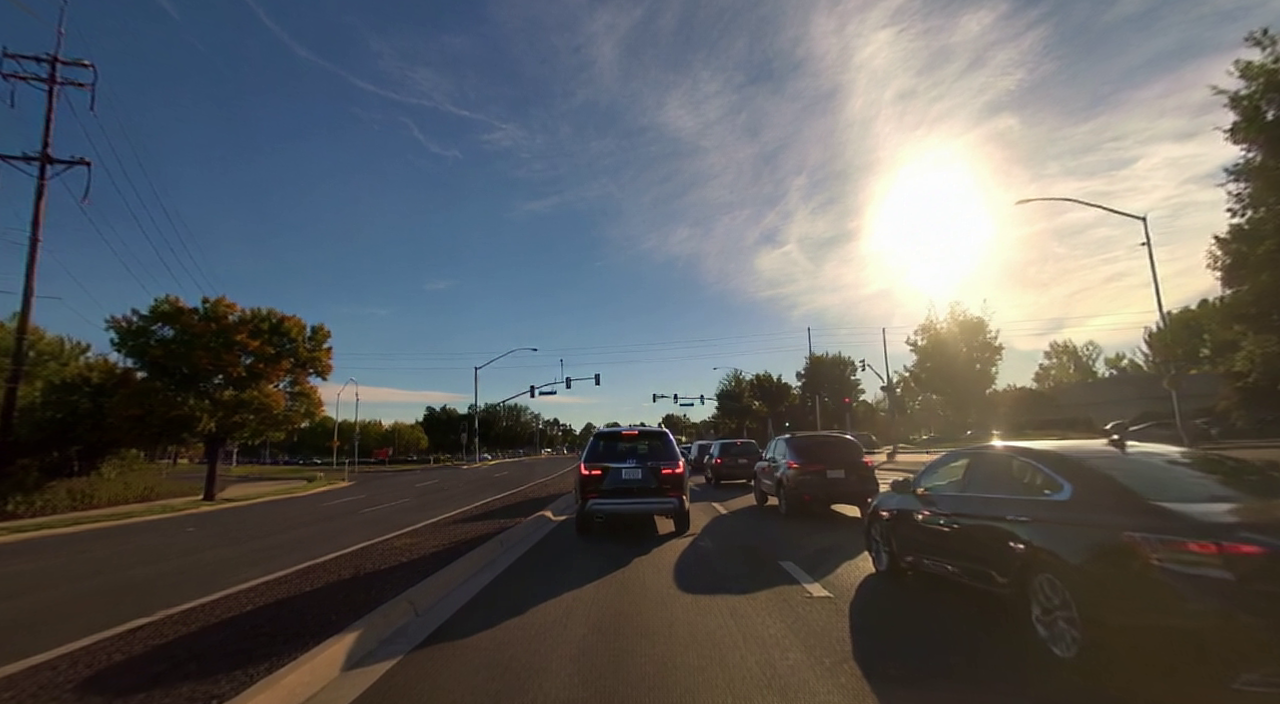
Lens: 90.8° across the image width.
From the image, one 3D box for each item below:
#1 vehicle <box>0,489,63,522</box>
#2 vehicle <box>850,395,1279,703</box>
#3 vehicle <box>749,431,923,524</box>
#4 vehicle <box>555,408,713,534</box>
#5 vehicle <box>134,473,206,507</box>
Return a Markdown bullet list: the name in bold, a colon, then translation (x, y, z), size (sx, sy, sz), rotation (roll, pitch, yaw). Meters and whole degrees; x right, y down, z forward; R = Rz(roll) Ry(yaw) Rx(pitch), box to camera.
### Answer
- **vehicle**: translation (-33.301, 8.114, 33.367), size (3.637, 1.483, 2.007), rotation (-1, -9, 0)
- **vehicle**: translation (3.309, 1.230, 4.623), size (1.984, 1.462, 4.513), rotation (0, -9, 0)
- **vehicle**: translation (3.530, 2.352, 12.408), size (1.952, 1.477, 4.417), rotation (0, -9, -1)
- **vehicle**: translation (-0.126, 2.059, 11.432), size (2.300, 1.821, 4.254), rotation (0, -9, -1)
- **vehicle**: translation (-26.191, 7.663, 35.182), size (3.826, 1.522, 1.741), rotation (-3, -9, 30)
